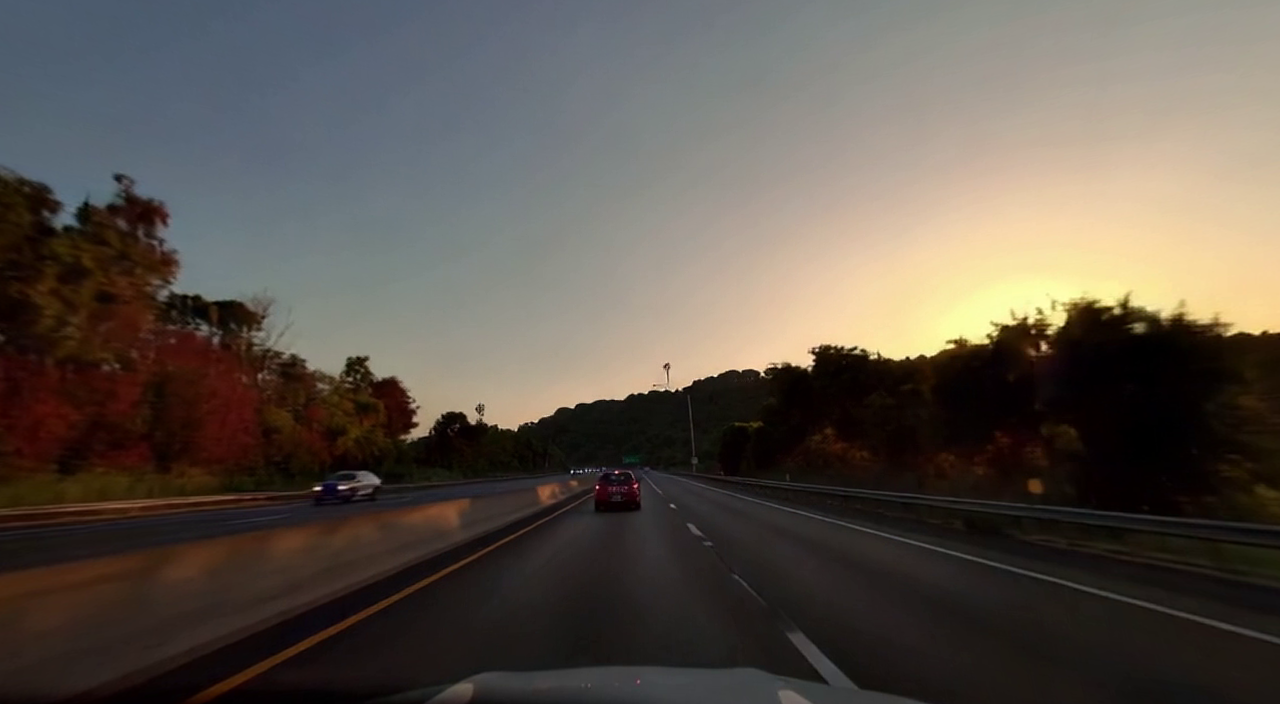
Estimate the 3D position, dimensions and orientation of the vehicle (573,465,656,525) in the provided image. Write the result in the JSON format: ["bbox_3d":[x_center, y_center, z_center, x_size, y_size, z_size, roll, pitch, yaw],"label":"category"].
[{"bbox_3d":[-0.630,4.192,18.953,2.135,1.506,5.041,1,-10,1],"label":"vehicle"}]

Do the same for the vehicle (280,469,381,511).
[{"bbox_3d":[-13.414,6.002,27.746,2.067,1.534,4.802,-3,-10,-1],"label":"vehicle"}]
